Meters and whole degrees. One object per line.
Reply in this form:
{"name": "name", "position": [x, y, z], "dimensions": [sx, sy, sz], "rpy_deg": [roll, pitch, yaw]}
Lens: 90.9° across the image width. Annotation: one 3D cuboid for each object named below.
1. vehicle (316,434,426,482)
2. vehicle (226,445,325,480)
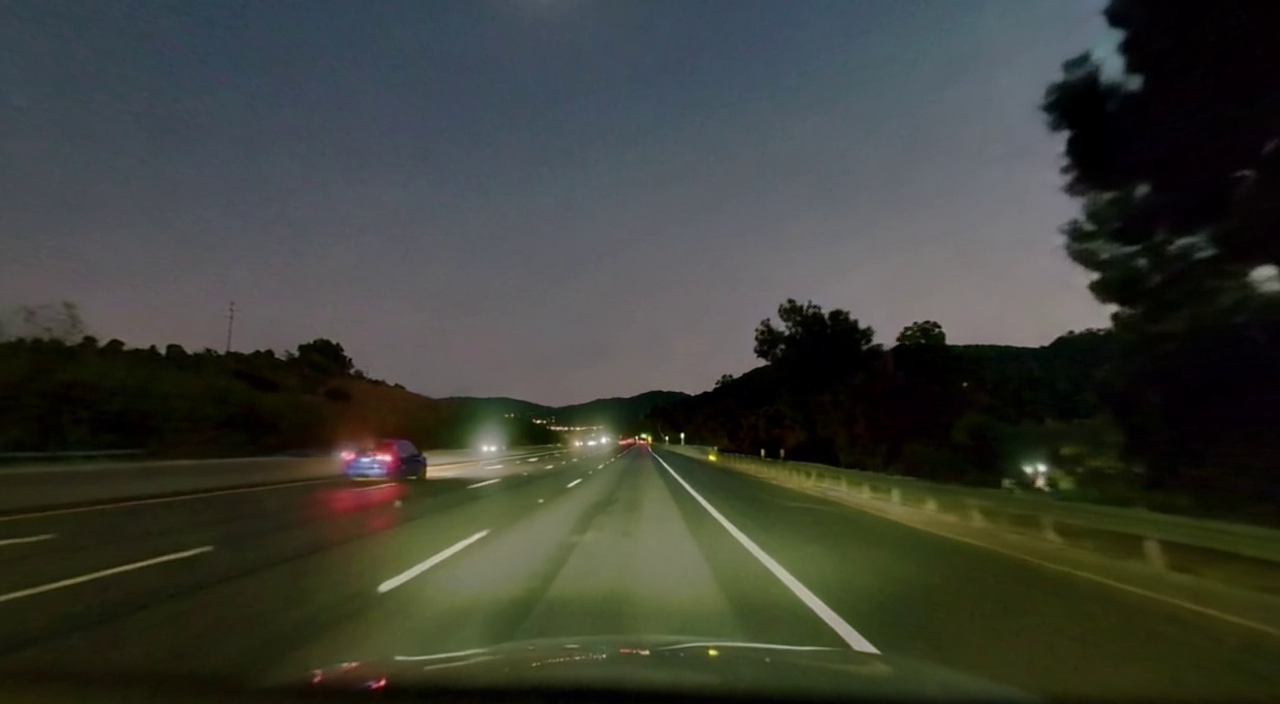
{"name": "vehicle", "position": [-10.701, 4.251, 25.611], "dimensions": [2.152, 1.753, 4.972], "rpy_deg": [0, -8, 1]}
{"name": "vehicle", "position": [-16.755, 5.067, 29.292], "dimensions": [1.894, 1.461, 4.442], "rpy_deg": [0, -8, 1]}
